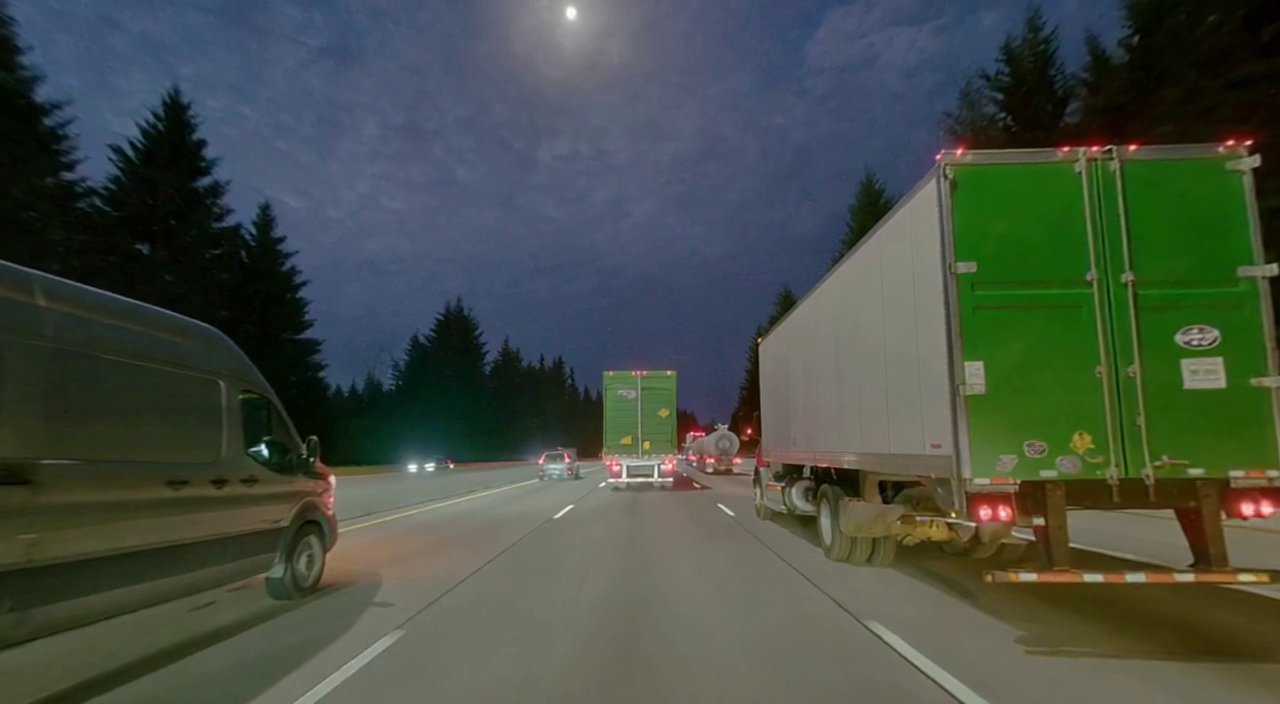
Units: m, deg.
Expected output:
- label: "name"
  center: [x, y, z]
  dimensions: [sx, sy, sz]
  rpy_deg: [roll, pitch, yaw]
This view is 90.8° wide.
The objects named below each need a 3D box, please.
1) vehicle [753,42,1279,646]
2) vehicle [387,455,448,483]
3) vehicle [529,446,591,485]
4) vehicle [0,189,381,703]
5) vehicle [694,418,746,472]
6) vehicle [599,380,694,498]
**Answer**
- label: "vehicle"
  center: [4.458, 0.720, 10.159]
  dimensions: [3.139, 4.152, 11.915]
  rpy_deg: [0, -9, 0]
- label: "vehicle"
  center: [-12.803, 6.727, 36.608]
  dimensions: [1.946, 1.484, 4.319]
  rpy_deg: [0, -9, 1]
- label: "vehicle"
  center: [-3.599, 5.197, 29.245]
  dimensions: [2.134, 1.652, 4.439]
  rpy_deg: [0, -9, 3]
- label: "vehicle"
  center: [-4.194, 0.675, 3.712]
  dimensions: [2.525, 2.572, 6.260]
  rpy_deg: [0, -9, 1]
- label: "vehicle"
  center: [5.772, 7.073, 47.360]
  dimensions: [2.706, 3.500, 11.483]
  rpy_deg: [0, -9, 2]
- label: "vehicle"
  center: [0.169, 3.299, 23.245]
  dimensions: [2.773, 3.455, 9.118]
  rpy_deg: [0, -9, 0]
